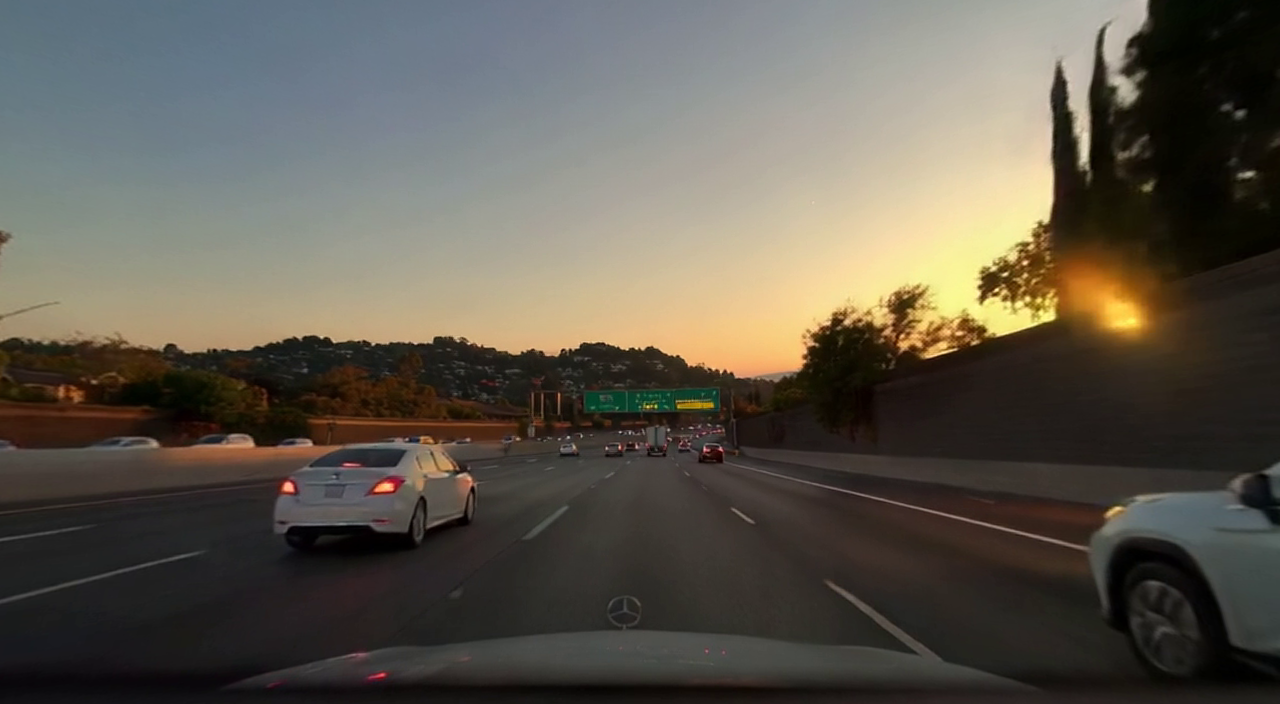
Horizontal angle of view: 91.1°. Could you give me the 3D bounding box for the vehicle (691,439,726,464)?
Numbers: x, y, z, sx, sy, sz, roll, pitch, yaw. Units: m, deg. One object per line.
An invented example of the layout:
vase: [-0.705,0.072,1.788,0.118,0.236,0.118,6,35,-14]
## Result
vehicle: [4.723,6.910,43.912,2.046,1.655,4.143,0,-8,1]

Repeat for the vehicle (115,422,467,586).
vehicle: [-3.787,1.696,7.874,1.947,1.479,4.114,0,-8,2]

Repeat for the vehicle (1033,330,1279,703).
vehicle: [3.630,0.650,1.698,2.108,1.709,4.703,0,-8,1]
